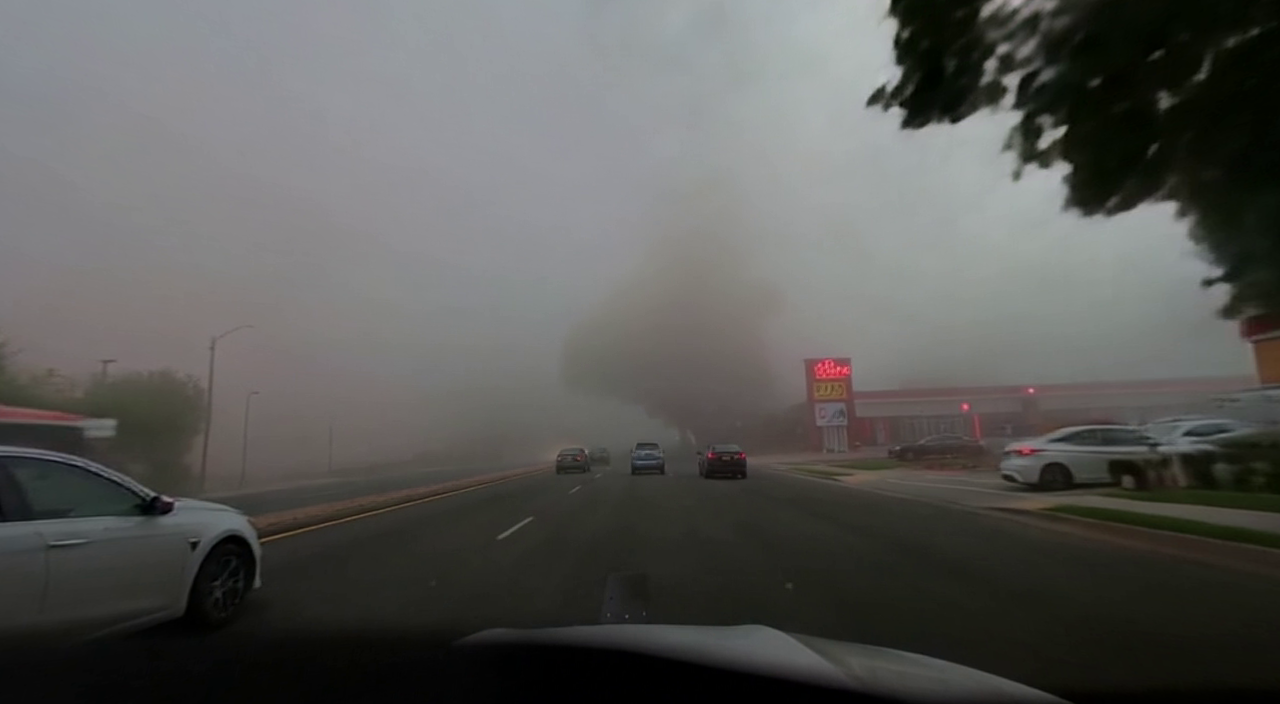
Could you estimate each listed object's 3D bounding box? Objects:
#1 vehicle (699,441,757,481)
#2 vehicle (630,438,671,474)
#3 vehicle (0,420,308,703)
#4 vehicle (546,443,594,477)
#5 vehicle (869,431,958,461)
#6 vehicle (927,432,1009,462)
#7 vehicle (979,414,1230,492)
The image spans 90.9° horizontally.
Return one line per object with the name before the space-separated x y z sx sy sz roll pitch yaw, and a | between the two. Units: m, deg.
vehicle | 3.735 4.668 27.292 1.922 1.579 3.642 0 -9 -1
vehicle | 0.526 5.813 35.482 2.193 1.873 4.033 0 -9 0
vehicle | -4.030 1.147 3.519 1.908 1.481 4.351 0 -9 1
vehicle | -3.625 5.699 33.523 2.026 1.665 4.193 0 -9 1
vehicle | 16.951 5.878 39.370 1.945 1.690 4.833 2 -9 -27
vehicle | 16.516 4.832 32.002 1.891 1.440 4.045 0 -9 -1
vehicle | 11.537 2.573 16.212 4.808 1.712 2.061 -5 -10 29
